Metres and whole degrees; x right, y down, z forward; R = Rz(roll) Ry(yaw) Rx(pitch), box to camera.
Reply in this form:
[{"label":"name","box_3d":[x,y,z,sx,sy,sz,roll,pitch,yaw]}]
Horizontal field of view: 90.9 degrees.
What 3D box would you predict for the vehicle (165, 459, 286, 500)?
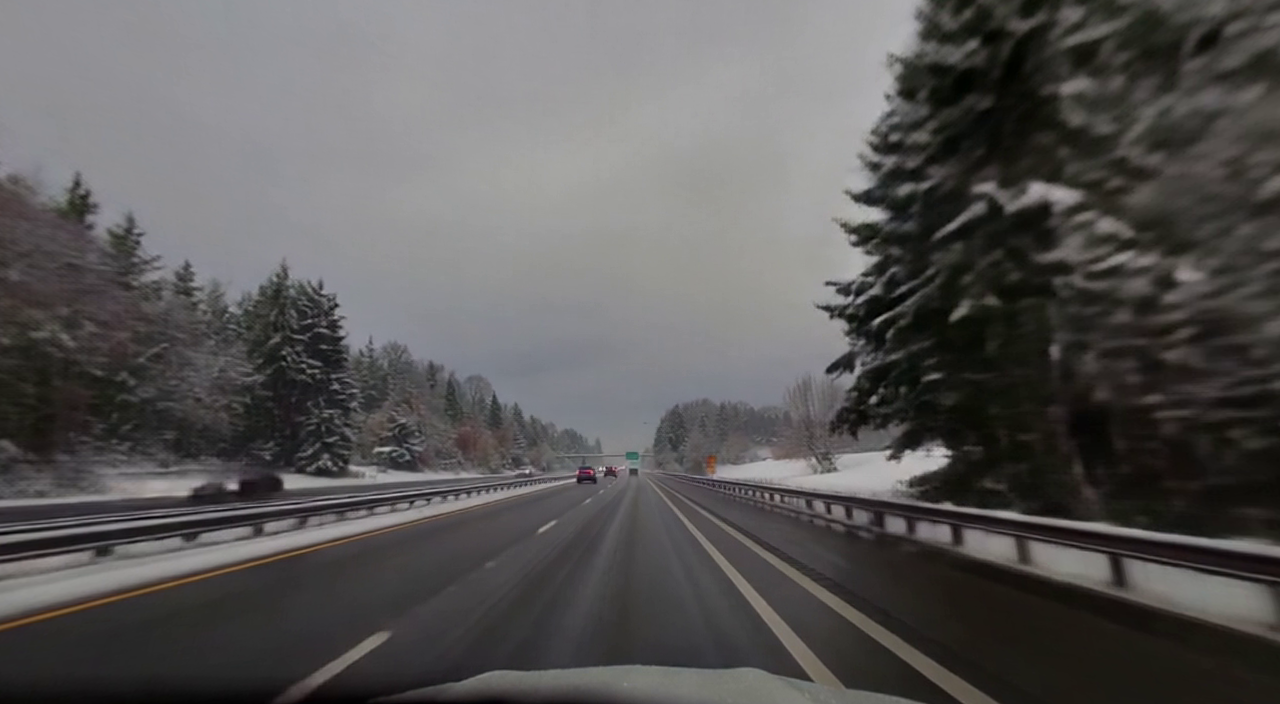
[{"label":"vehicle","box_3d":[-17.497,5.416,26.917,1.973,1.567,4.633,1,-11,0]}]
